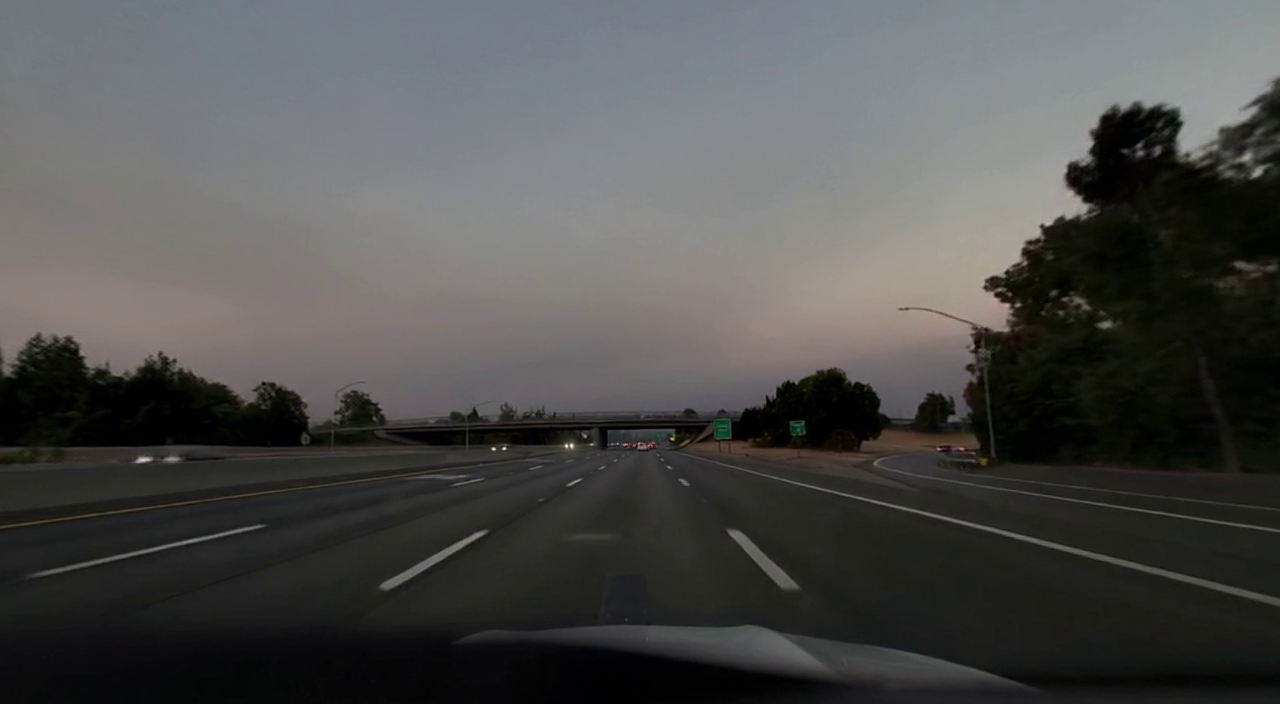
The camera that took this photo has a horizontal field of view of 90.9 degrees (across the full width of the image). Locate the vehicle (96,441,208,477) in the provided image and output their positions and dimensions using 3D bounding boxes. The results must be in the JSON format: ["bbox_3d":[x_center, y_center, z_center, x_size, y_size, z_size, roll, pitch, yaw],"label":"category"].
[{"bbox_3d":[-24.426,5.346,31.791,1.977,1.665,4.501,0,-8,0],"label":"vehicle"}]
